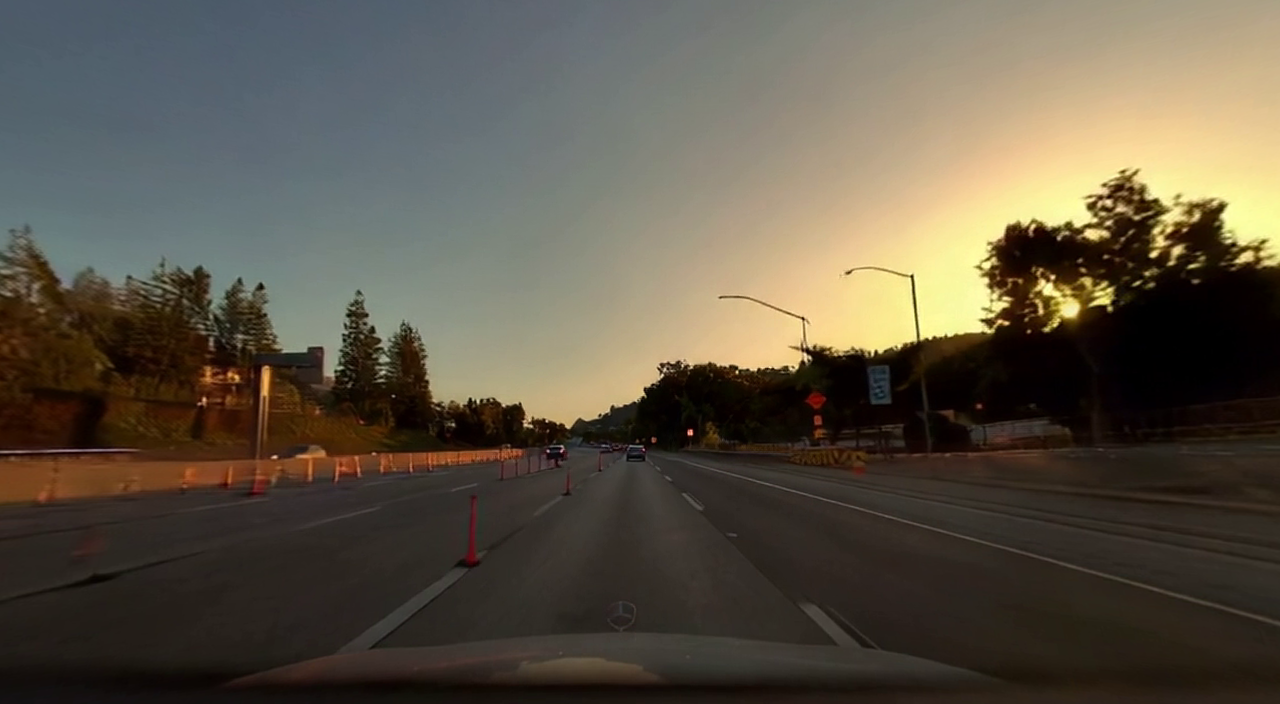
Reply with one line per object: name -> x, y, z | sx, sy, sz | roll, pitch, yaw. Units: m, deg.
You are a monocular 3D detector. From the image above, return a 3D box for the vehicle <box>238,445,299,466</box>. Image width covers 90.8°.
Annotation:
vehicle -> -27.422, 7.650, 46.812 | 1.763, 1.483, 4.398 | 0, -9, 0

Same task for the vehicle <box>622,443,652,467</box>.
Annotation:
vehicle -> -0.249, 7.544, 46.402 | 2.109, 1.638, 3.856 | 0, -9, 0
